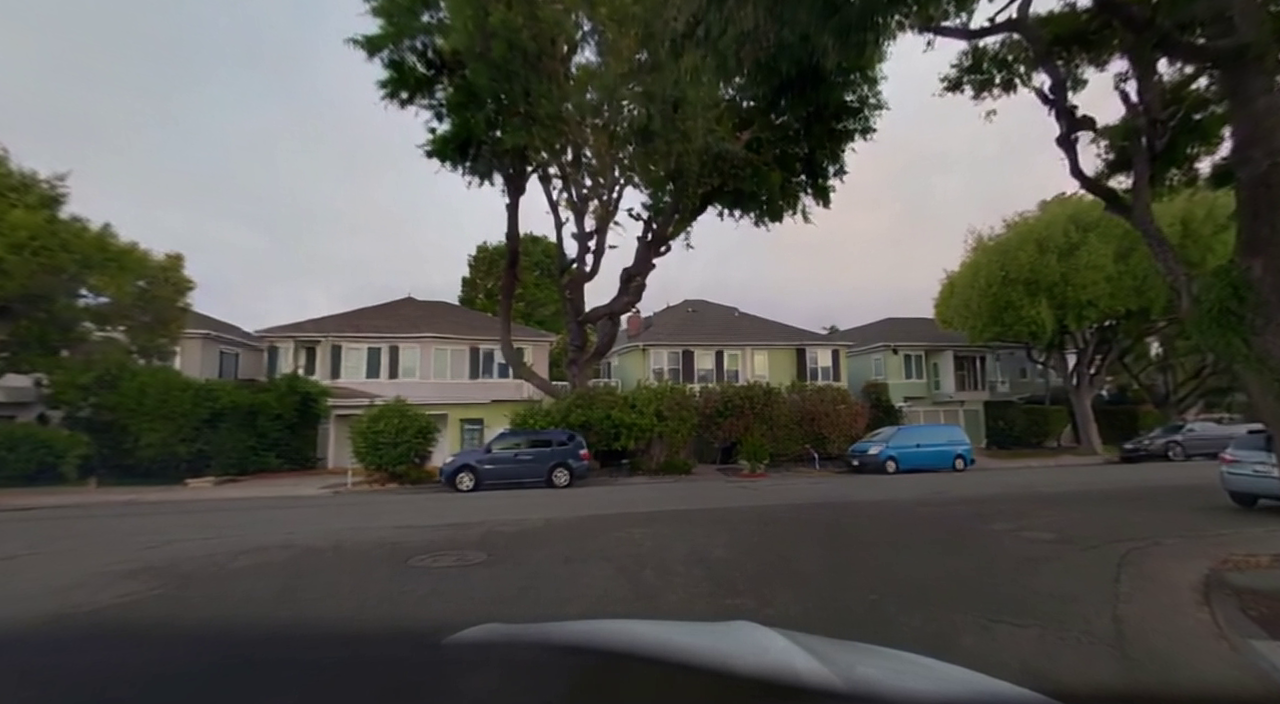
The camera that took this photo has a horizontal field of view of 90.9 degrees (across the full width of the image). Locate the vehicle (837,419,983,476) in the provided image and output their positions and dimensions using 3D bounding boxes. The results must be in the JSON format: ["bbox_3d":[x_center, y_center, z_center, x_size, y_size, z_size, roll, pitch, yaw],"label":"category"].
[{"bbox_3d":[7.800,2.767,18.342,3.513,1.507,1.798,3,-7,-14],"label":"vehicle"}]

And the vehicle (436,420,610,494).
[{"bbox_3d":[-2.821,2.471,15.079,3.746,1.518,1.845,4,-5,-21],"label":"vehicle"}]

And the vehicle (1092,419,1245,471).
[{"bbox_3d":[17.009,2.954,20.332,3.785,1.488,1.828,1,-6,-15],"label":"vehicle"}]
